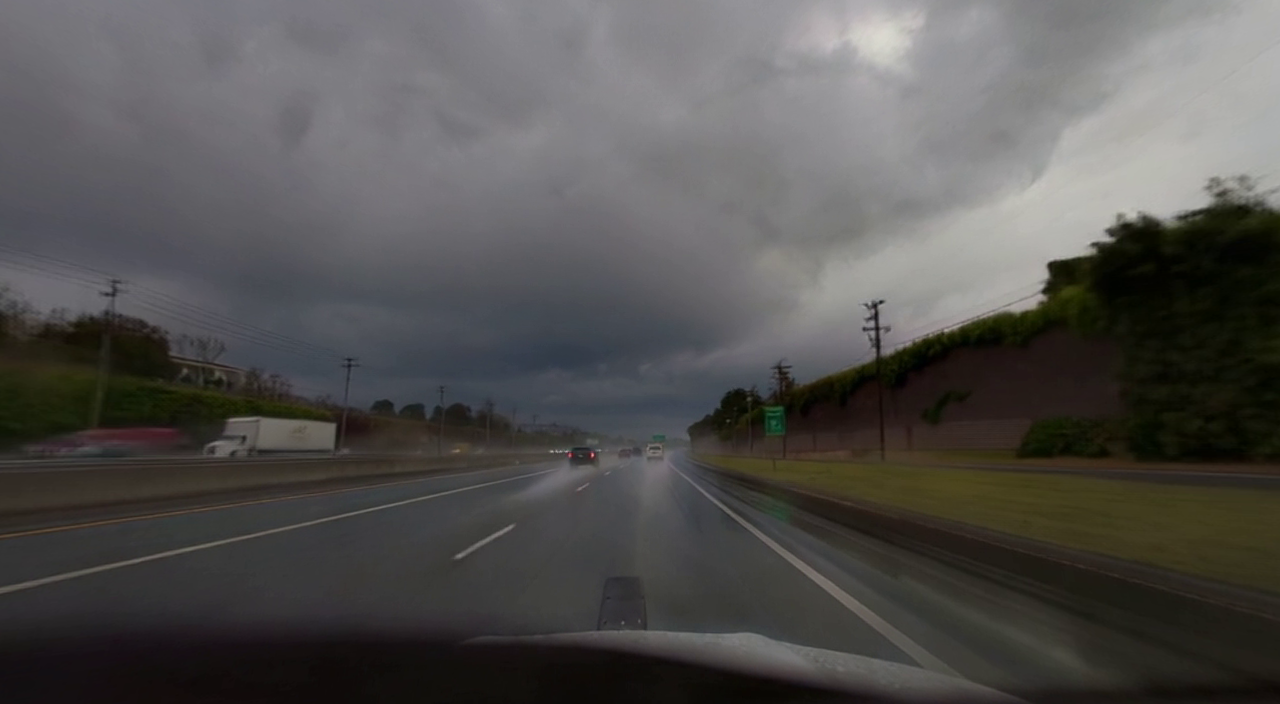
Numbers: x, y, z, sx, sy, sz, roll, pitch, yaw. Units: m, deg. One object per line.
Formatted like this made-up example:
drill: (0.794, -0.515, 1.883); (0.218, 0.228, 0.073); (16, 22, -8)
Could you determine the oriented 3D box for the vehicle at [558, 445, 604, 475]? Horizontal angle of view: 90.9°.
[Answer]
vehicle: (-3.488, 6.528, 38.158); (2.263, 1.696, 4.321); (0, -9, 2)
